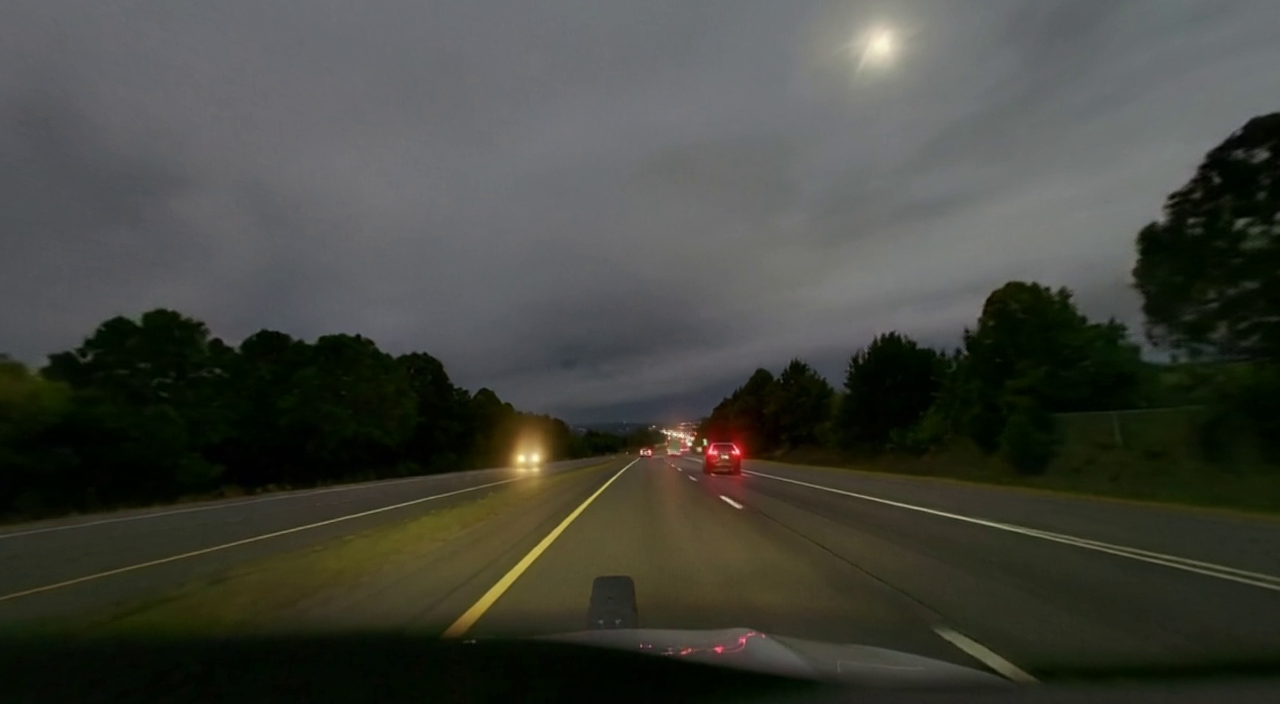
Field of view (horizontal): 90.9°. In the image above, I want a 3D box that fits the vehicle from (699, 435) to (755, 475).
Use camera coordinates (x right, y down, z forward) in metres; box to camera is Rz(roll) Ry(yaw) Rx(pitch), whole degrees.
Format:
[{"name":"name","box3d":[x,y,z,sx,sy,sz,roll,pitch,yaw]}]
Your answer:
[{"name":"vehicle","box3d":[4.596,5.545,34.115,2.189,2.007,4.872,0,-9,-1]}]
